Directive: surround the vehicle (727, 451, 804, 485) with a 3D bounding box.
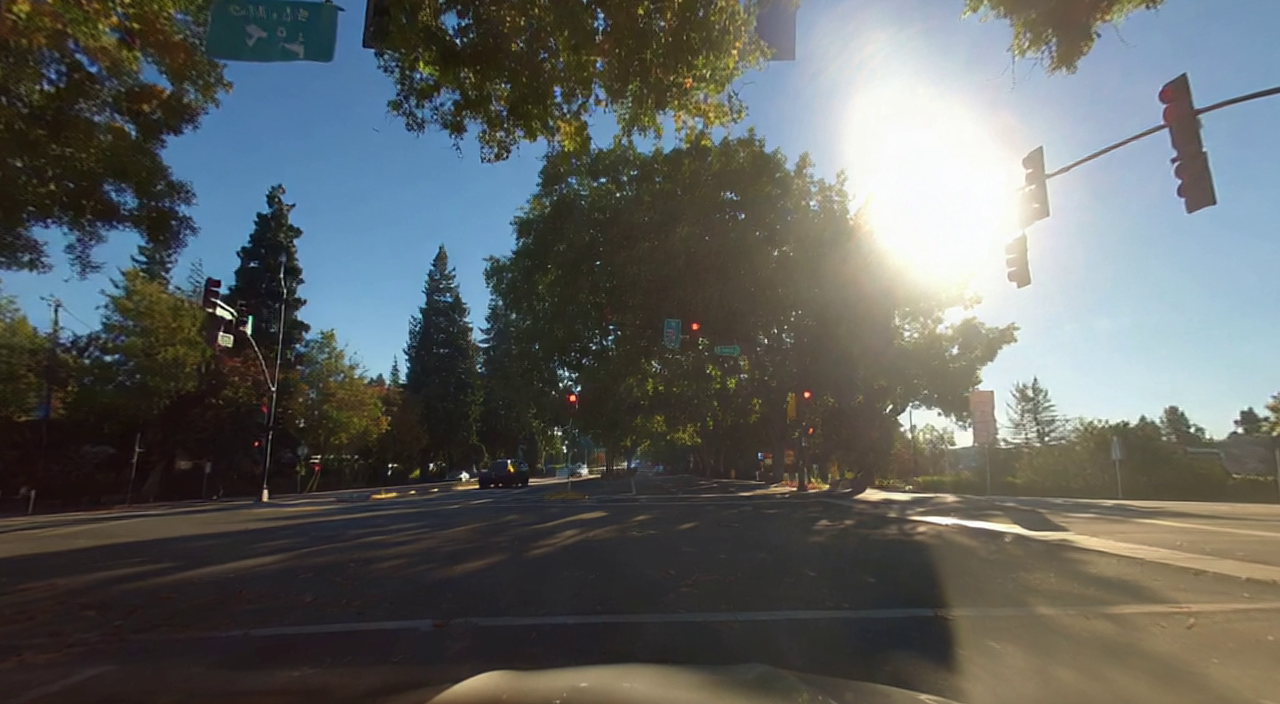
[{"bbox_3d":[8.826,8.247,45.446,2.771,2.214,7.159,2,-9,-12],"label":"vehicle"}]
